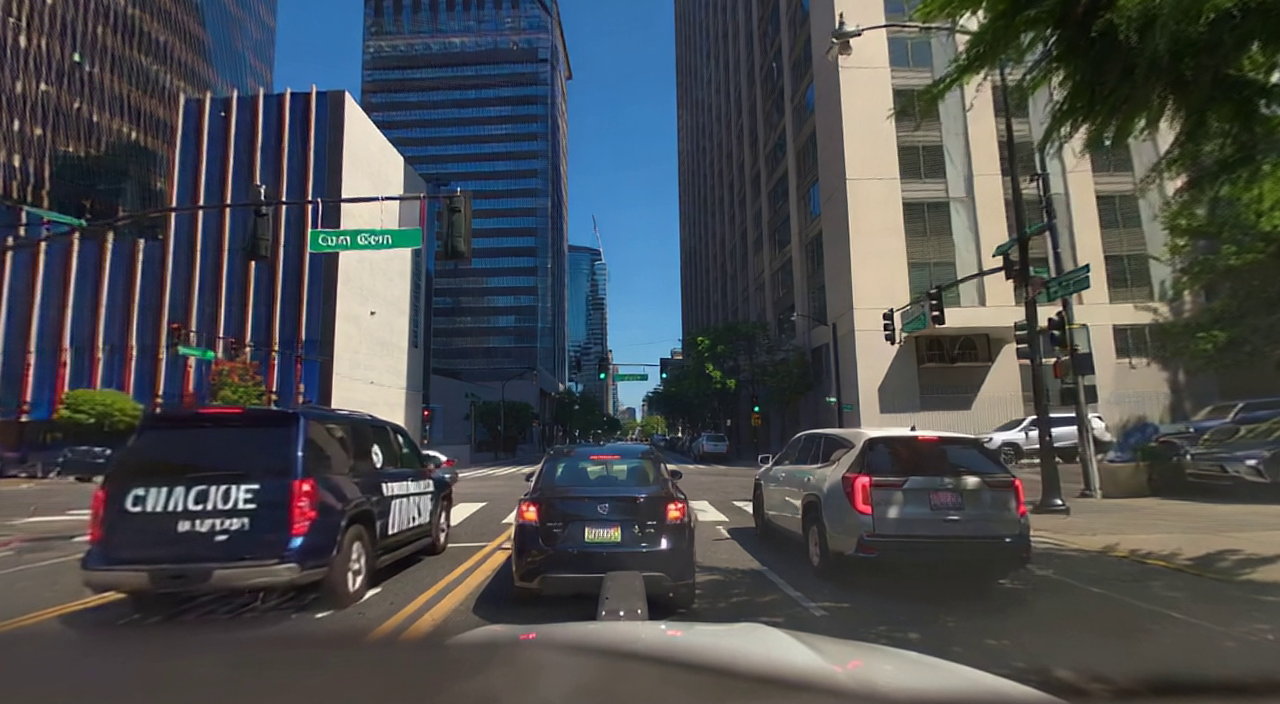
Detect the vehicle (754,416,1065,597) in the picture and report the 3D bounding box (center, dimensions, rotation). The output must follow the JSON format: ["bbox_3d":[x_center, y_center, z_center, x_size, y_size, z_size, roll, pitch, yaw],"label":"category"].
[{"bbox_3d":[3.031,1.841,8.542,2.072,1.735,4.759,0,-8,0],"label":"vehicle"}]

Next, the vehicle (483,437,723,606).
[{"bbox_3d":[-0.352,1.788,7.656,2.092,1.454,4.132,0,-8,-1],"label":"vehicle"}]

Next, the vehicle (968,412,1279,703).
[{"bbox_3d":[2.740,0.805,1.111,1.902,1.454,4.540,0,-8,0],"label":"vehicle"}]

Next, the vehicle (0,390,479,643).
[{"bbox_3d":[-3.651,1.585,7.330,2.190,1.840,5.272,0,-8,0],"label":"vehicle"}]
